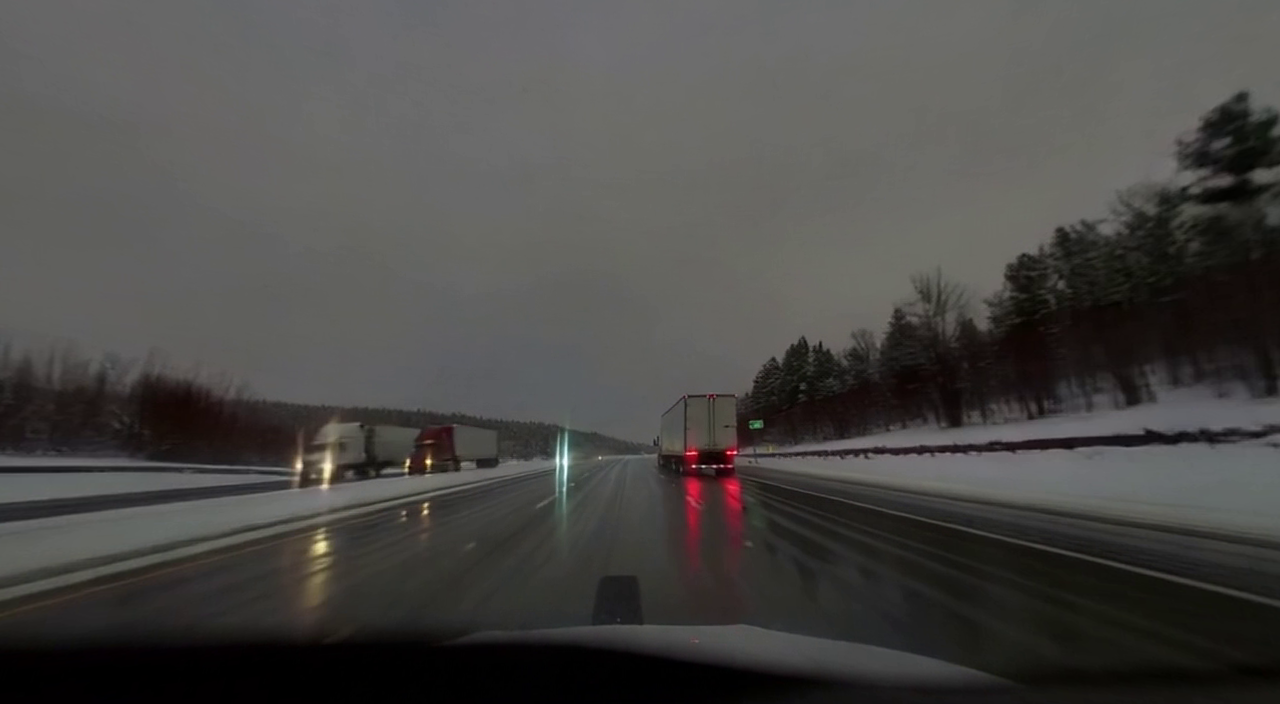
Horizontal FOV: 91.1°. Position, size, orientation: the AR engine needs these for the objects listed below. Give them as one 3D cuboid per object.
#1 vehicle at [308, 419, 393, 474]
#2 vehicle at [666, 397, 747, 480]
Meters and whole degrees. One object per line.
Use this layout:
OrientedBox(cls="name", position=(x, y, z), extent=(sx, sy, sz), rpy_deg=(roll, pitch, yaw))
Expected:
OrientedBox(cls="vehicle", position=(-21.970, 7.300, 48.326), extent=(2.941, 3.857, 7.508), rpy_deg=(-1, -9, -1))
OrientedBox(cls="vehicle", position=(3.464, 5.182, 37.045), extent=(3.037, 3.999, 13.133), rpy_deg=(0, -9, -1))
